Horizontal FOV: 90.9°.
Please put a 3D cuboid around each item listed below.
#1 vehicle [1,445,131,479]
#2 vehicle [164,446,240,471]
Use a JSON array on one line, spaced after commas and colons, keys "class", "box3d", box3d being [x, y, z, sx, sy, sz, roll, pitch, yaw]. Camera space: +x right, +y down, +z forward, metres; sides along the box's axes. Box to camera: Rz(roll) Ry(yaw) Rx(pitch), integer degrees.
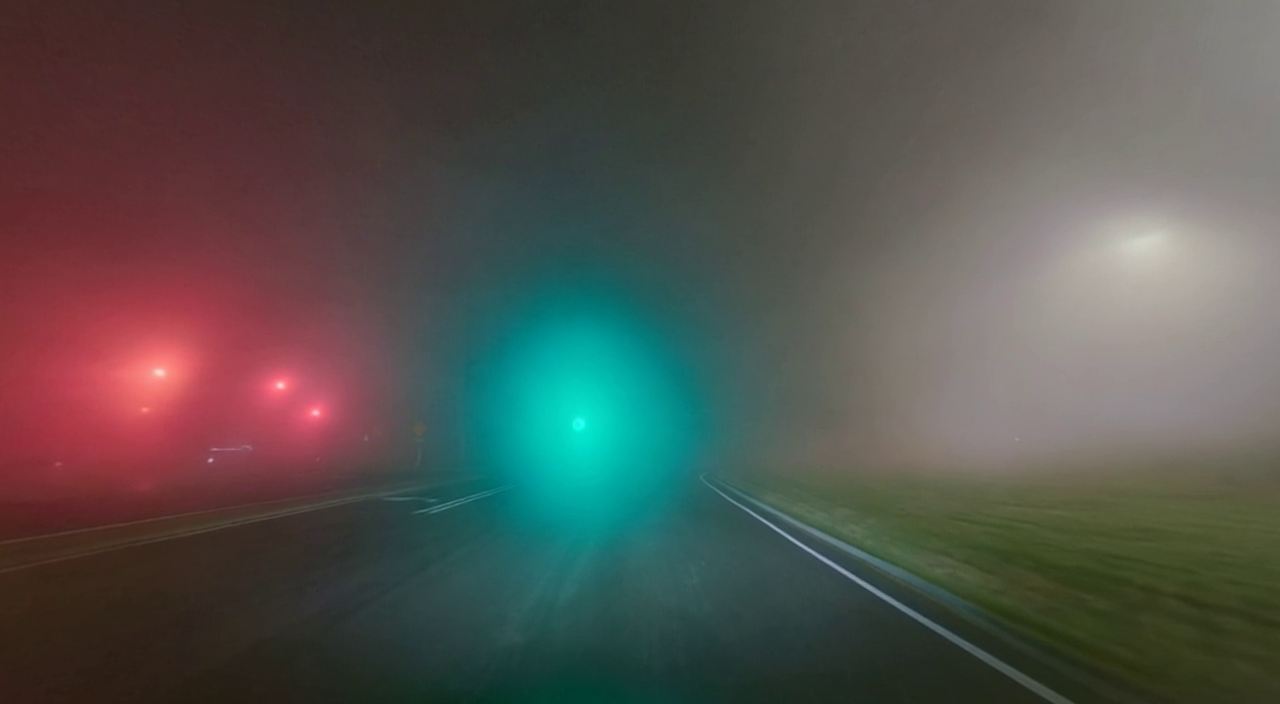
[{"class": "vehicle", "box3d": [-34.221, 6.561, 37.902, 2.136, 1.862, 5.788, -1, -8, 4]}, {"class": "vehicle", "box3d": [-33.343, 8.065, 48.208, 1.913, 1.779, 4.959, -1, -8, 5]}]
